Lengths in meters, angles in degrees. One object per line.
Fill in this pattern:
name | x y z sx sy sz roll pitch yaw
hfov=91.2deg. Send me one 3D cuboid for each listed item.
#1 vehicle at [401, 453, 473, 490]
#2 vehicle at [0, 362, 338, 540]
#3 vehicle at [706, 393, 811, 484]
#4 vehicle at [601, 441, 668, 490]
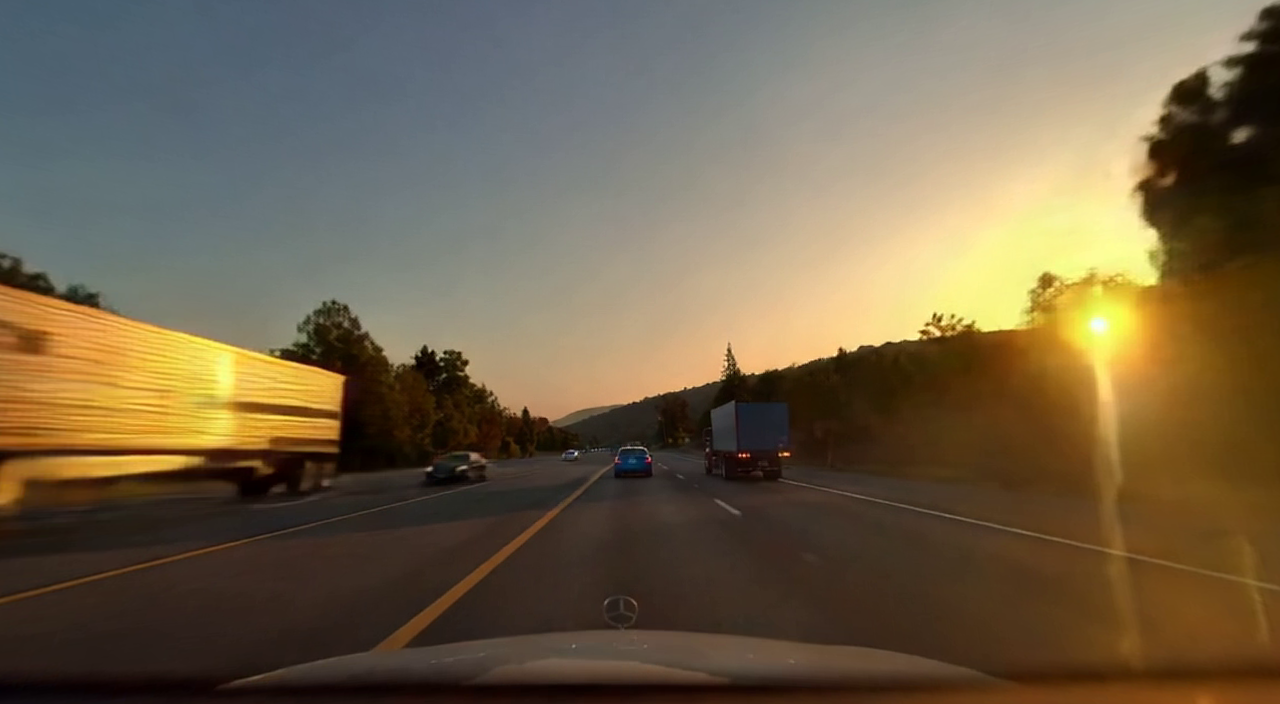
vehicle | -8.949 5.282 28.012 1.941 1.513 3.779 -1 -9 0
vehicle | -13.409 2.743 17.482 3.243 3.224 13.889 0 -9 -1
vehicle | 4.599 3.629 26.037 2.791 3.201 7.145 0 -9 -1
vehicle | -0.191 3.821 21.362 2.066 1.490 3.759 0 -9 -1
